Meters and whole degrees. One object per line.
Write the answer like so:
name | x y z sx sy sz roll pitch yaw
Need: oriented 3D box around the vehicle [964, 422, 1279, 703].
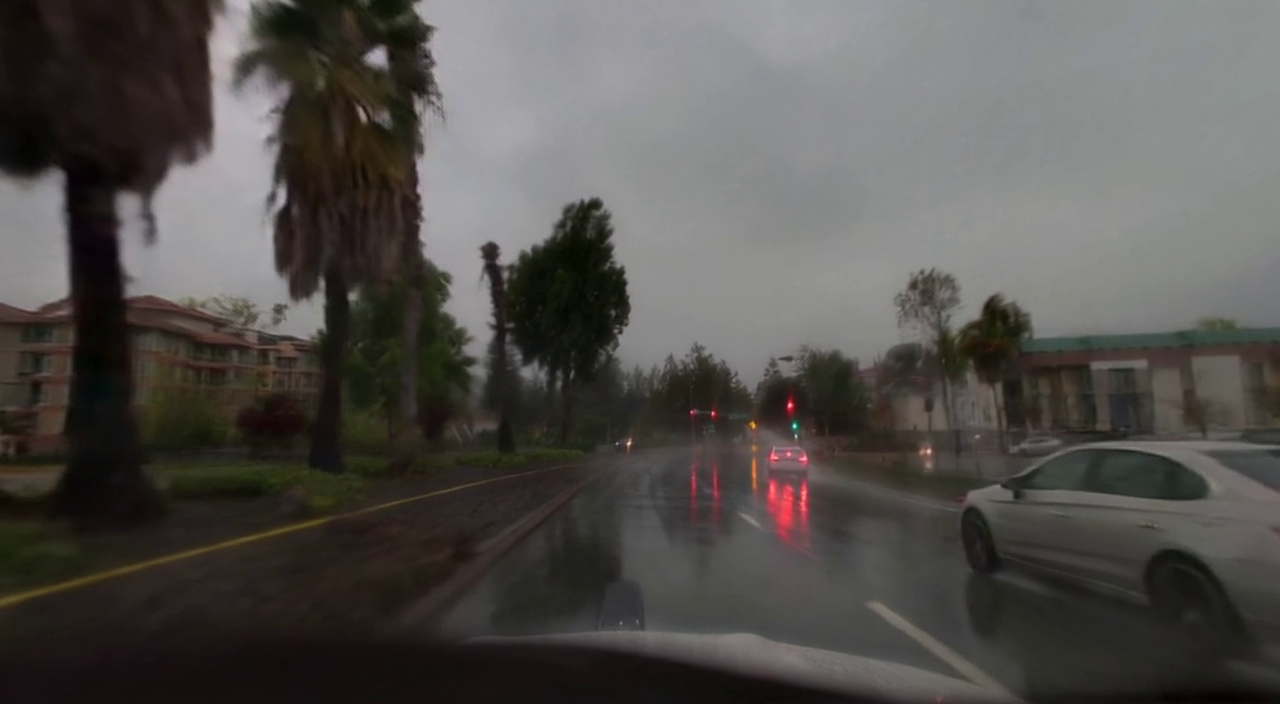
vehicle | 4.340 1.296 4.570 1.993 1.483 3.821 -1 -8 1

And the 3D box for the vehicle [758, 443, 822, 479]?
vehicle | 6.792 4.965 29.153 2.144 1.473 4.638 -1 -8 4
